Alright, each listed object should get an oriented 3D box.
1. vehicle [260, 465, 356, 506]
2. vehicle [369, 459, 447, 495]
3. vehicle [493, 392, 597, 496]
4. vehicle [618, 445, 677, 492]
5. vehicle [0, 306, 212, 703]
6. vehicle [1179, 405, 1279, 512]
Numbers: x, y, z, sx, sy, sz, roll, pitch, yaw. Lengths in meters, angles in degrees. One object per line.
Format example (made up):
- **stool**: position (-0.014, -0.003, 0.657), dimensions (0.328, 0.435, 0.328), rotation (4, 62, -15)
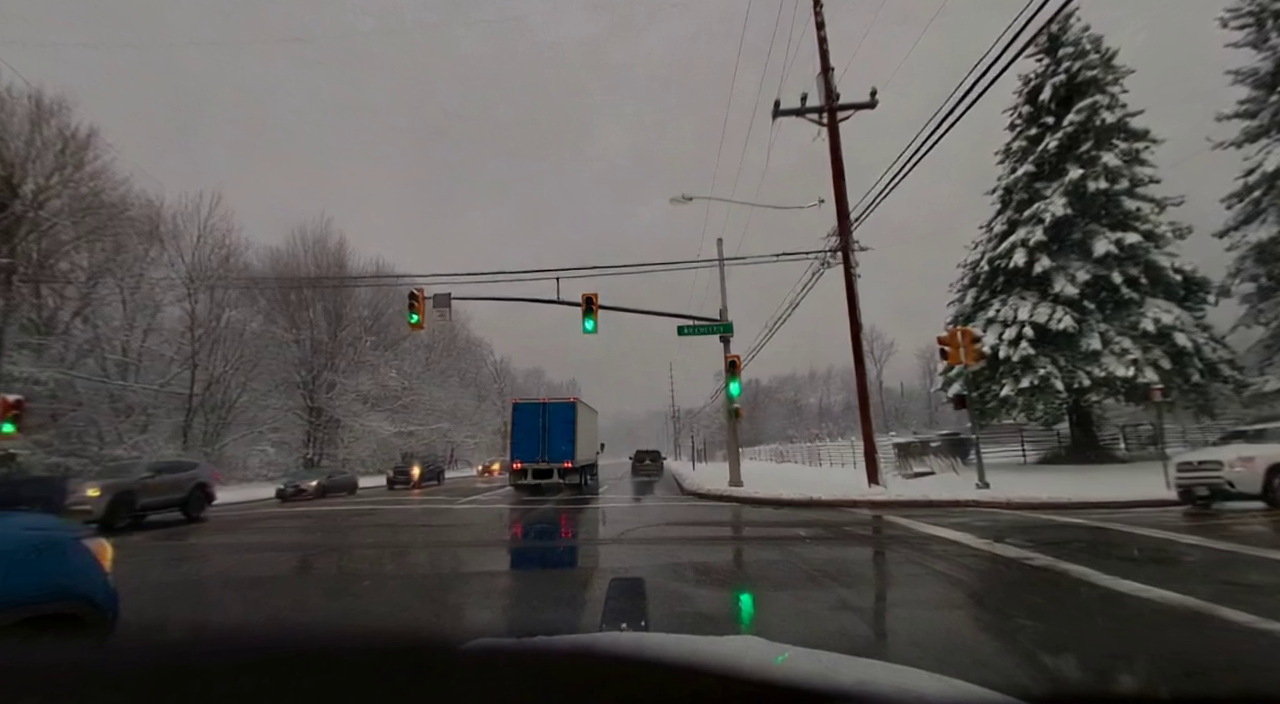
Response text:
- **vehicle**: position (-15.256, 6.126, 29.285), dimensions (1.933, 1.606, 4.553), rotation (0, -9, 1)
- **vehicle**: position (-11.988, 6.483, 32.975), dimensions (2.290, 1.644, 4.553), rotation (0, -9, 1)
- **vehicle**: position (-3.645, 3.902, 26.775), dimensions (2.928, 3.658, 8.980), rotation (0, -9, 1)
- **vehicle**: position (0.295, 4.633, 25.481), dimensions (2.174, 1.749, 4.113), rotation (0, -8, 1)
- **vehicle**: position (-3.176, 0.578, 0.809), dimensions (2.093, 1.832, 4.508), rotation (0, -9, -1)
- **vehicle**: position (12.978, 1.882, 11.259), dimensions (4.628, 1.751, 1.997), rotation (-1, -9, 5)
